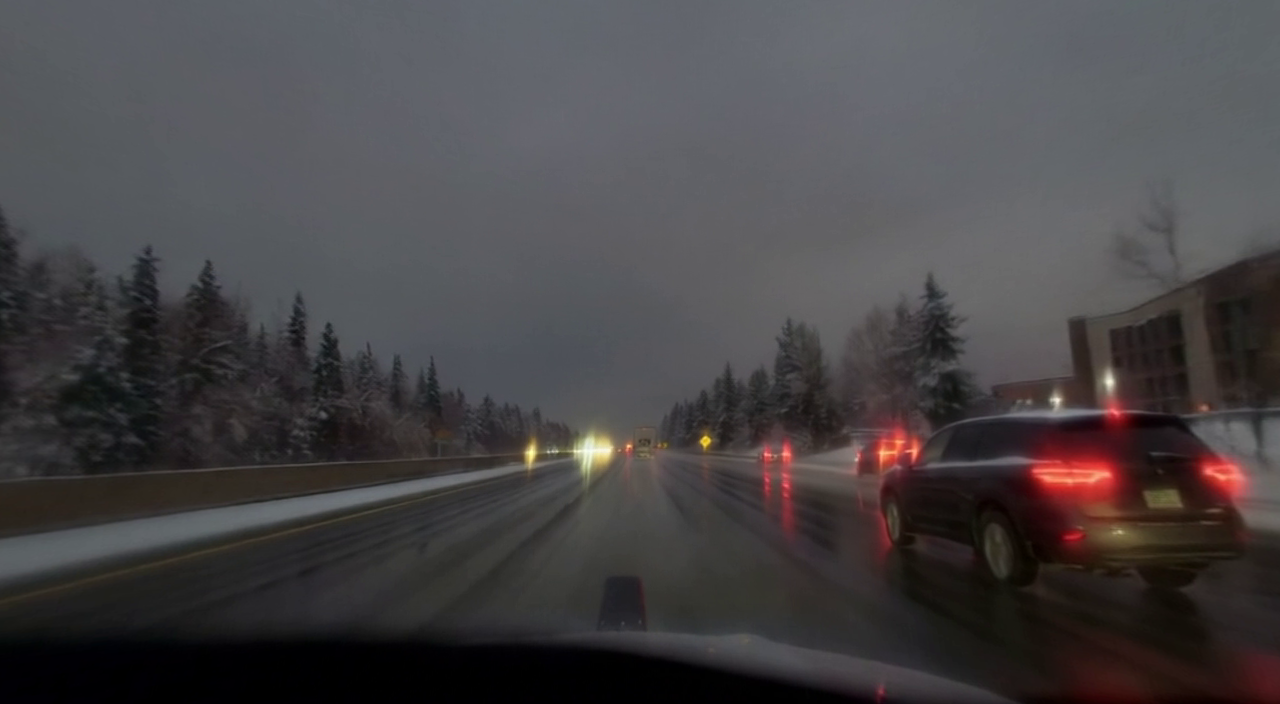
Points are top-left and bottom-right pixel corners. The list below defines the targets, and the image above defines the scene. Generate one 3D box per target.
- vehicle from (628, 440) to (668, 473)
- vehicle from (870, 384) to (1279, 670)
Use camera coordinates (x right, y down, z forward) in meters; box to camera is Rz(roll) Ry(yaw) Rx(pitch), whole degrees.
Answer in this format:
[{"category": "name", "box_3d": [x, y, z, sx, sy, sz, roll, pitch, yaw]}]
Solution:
[{"category": "vehicle", "box_3d": [0.384, 5.604, 33.768, 2.015, 1.639, 4.086, 0, -9, 0]}, {"category": "vehicle", "box_3d": [4.177, 1.344, 6.147, 2.008, 1.595, 5.082, -1, -8, 1]}]
